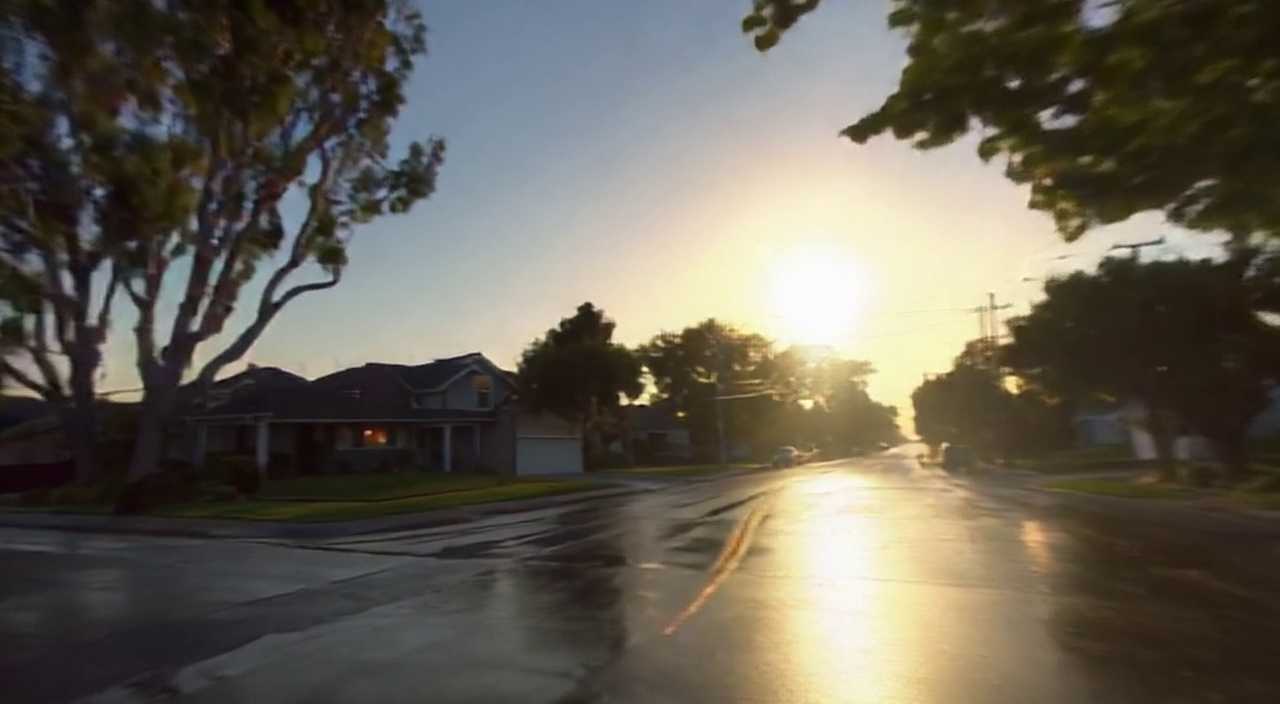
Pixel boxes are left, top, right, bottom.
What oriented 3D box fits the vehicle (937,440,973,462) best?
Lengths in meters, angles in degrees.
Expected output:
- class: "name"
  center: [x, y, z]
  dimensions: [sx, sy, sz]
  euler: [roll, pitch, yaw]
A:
- class: "vehicle"
  center: [23.580, 7.397, 47.234]
  dimensions: [1.970, 1.530, 3.685]
  euler: [-3, -9, 21]
